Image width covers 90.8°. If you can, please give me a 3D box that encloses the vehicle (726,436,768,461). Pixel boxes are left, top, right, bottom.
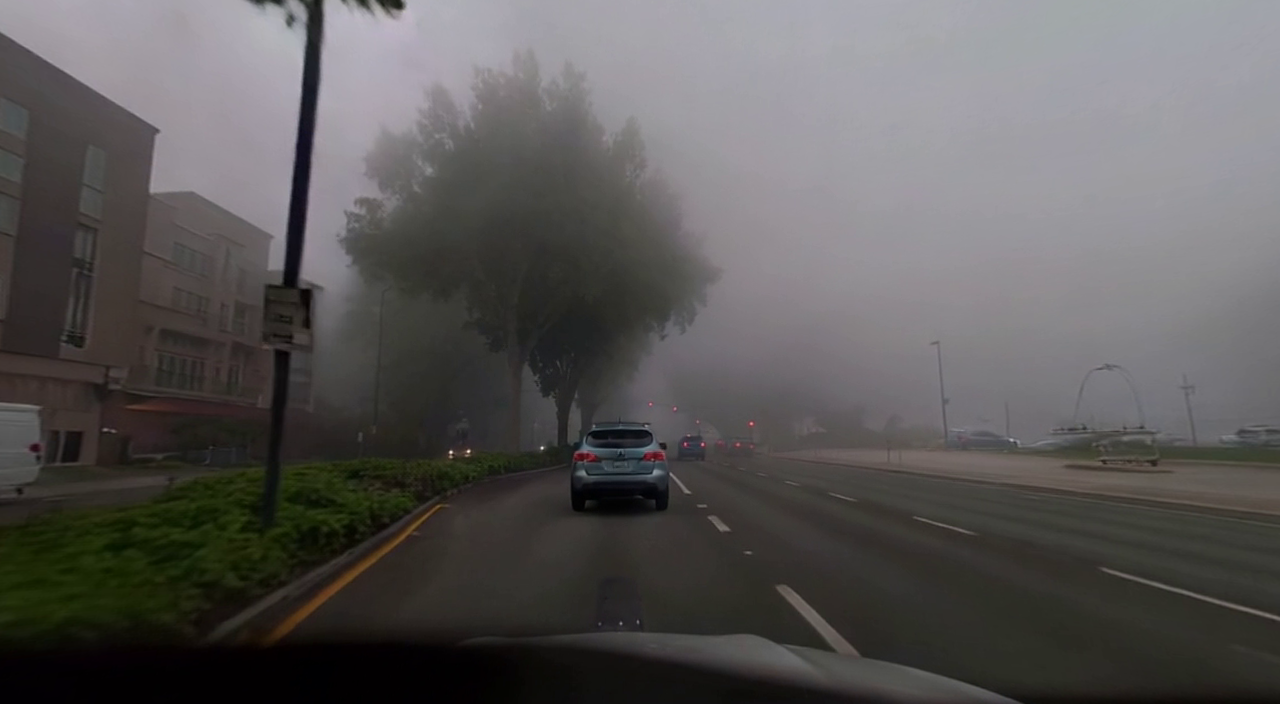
[{"bbox_3d":[6.566,5.956,39.053,1.777,1.443,3.942,0,-8,-1],"label":"vehicle"}]

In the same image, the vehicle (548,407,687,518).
[{"bbox_3d":[-0.394,2.130,12.567,2.277,1.816,4.192,0,-8,-1],"label":"vehicle"}]

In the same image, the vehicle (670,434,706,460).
[{"bbox_3d":[3.031,6.124,40.741,1.929,1.590,4.287,0,-8,0],"label":"vehicle"}]

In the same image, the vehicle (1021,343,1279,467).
[{"bbox_3d":[18.462,2.232,23.509,3.269,3.755,8.862,0,-8,2],"label":"vehicle"}]

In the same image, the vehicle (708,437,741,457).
[{"bbox_3d":[6.521,7.368,49.162,1.854,1.466,4.420,0,-8,0],"label":"vehicle"}]
